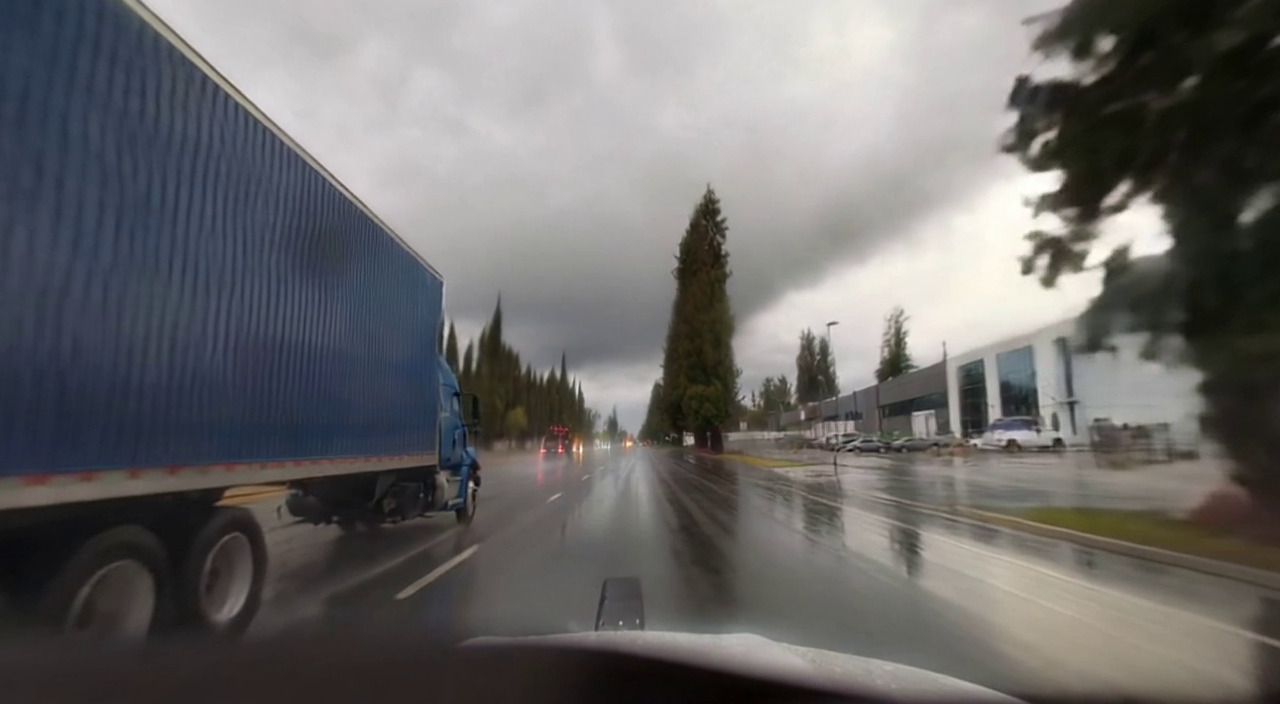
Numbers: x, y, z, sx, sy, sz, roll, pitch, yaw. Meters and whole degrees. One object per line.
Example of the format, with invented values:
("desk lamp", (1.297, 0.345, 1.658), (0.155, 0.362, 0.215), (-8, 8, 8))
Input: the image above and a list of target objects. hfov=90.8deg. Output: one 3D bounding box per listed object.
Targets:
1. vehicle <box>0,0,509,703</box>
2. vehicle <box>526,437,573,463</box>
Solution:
("vehicle", (-3.501, 0.318, 5.217), (2.910, 3.419, 8.376), (0, -8, 1))
("vehicle", (-6.999, 7.691, 49.818), (2.743, 1.832, 7.257), (0, -8, 0))
